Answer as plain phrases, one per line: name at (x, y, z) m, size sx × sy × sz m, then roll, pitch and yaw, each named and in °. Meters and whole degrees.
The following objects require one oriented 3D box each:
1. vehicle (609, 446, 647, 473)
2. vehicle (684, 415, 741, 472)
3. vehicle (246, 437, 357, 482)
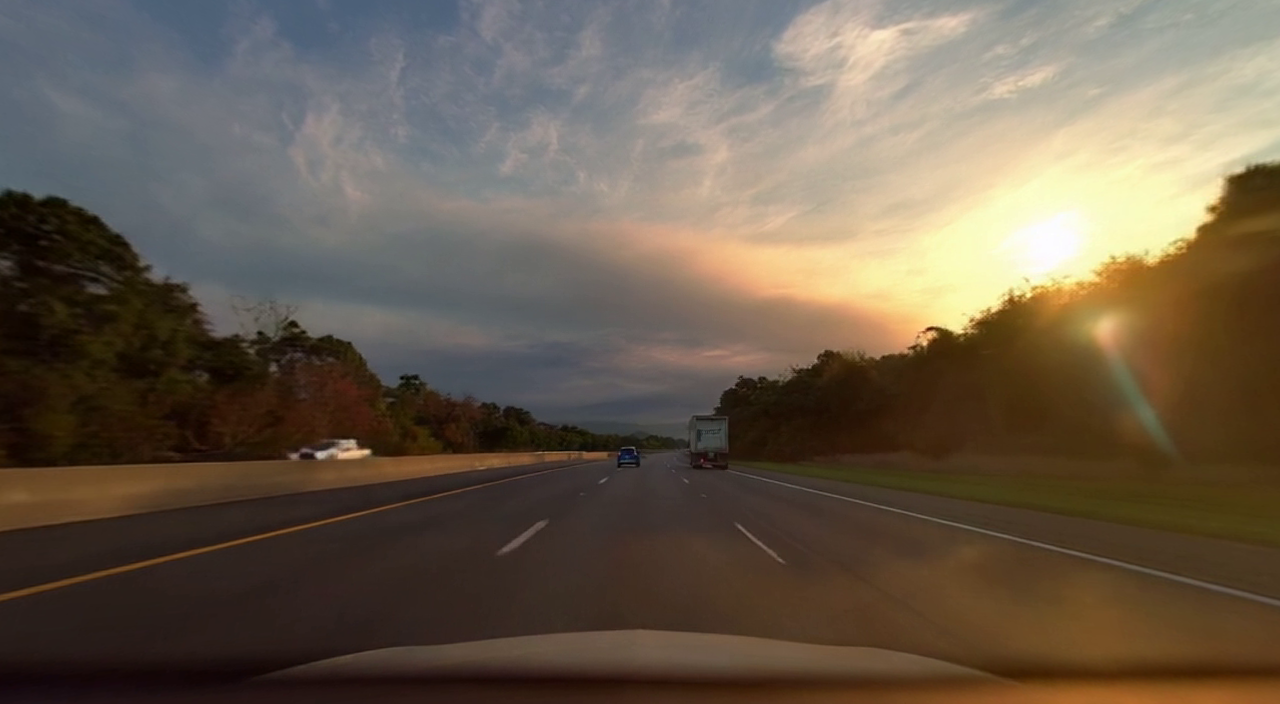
vehicle at (-0.748, 7.248, 42.728) m, size 2.297 × 1.683 × 4.385 m, roll 0°, pitch -9°, yaw 2°
vehicle at (4.861, 6.441, 44.020) m, size 2.960 × 3.547 × 8.560 m, roll 0°, pitch -9°, yaw 0°
vehicle at (-13.993, 4.486, 26.486) m, size 1.944 × 1.670 × 4.742 m, roll 0°, pitch -9°, yaw 1°
